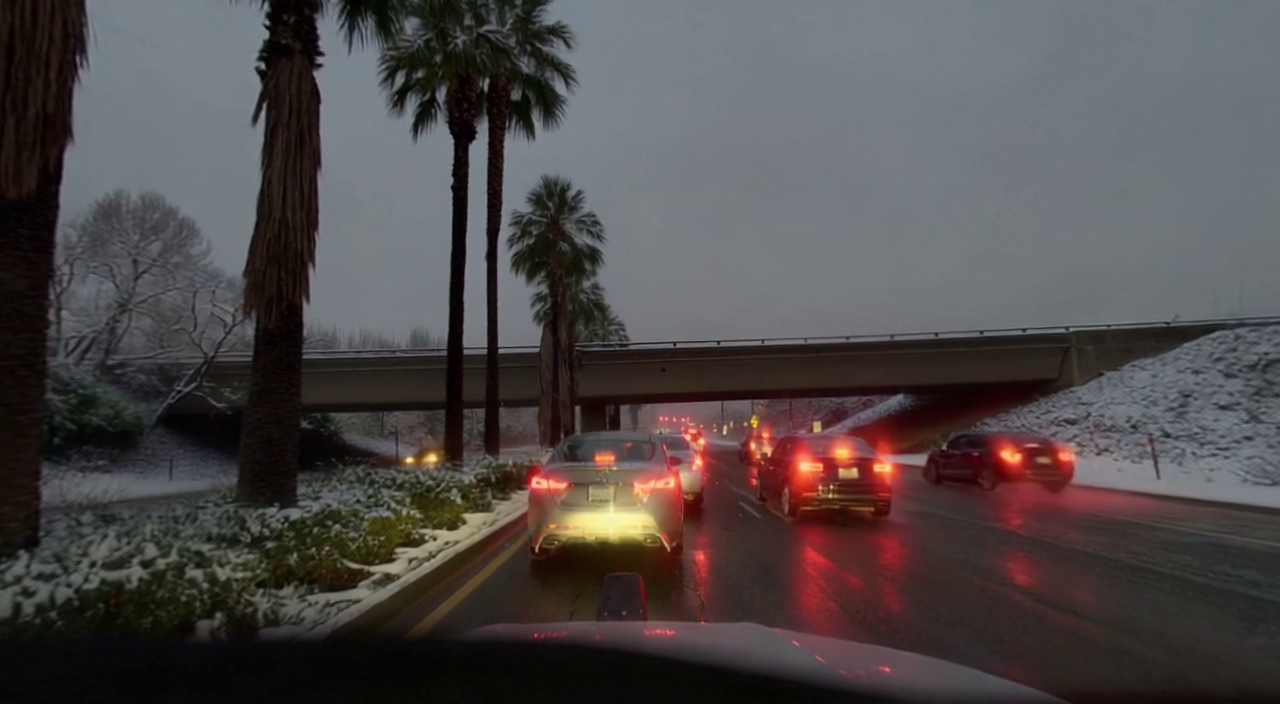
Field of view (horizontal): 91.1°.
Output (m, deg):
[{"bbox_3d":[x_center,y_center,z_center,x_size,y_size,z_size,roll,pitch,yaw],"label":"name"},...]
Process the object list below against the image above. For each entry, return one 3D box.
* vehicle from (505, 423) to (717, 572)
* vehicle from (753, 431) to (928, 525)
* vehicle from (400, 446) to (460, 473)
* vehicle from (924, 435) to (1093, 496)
[{"bbox_3d":[-0.237,1.796,8.520,2.172,1.506,4.018,0,-8,2],"label":"vehicle"},{"bbox_3d":[3.708,2.418,12.723,2.034,1.517,4.840,0,-8,1],"label":"vehicle"},{"bbox_3d":[-12.298,6.291,37.110,1.933,1.486,4.449,0,-8,1],"label":"vehicle"},{"bbox_3d":[10.019,3.106,17.649,2.100,1.469,4.772,-1,-8,4],"label":"vehicle"}]
